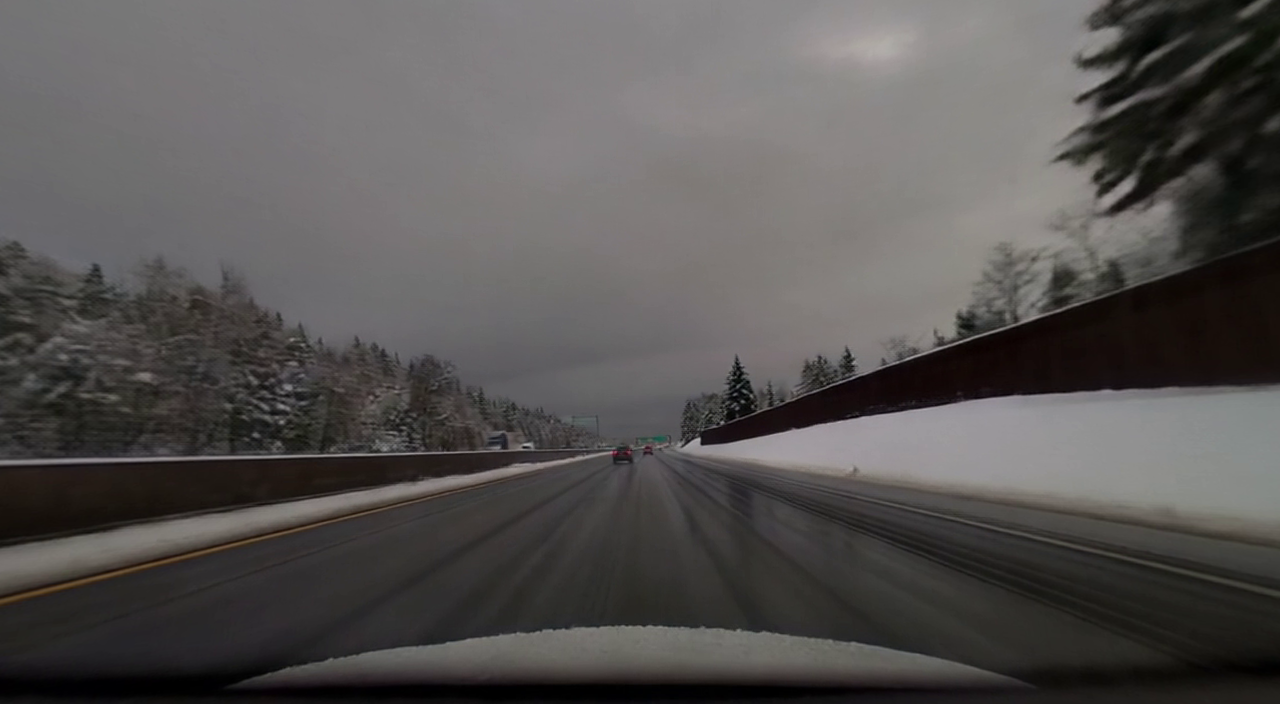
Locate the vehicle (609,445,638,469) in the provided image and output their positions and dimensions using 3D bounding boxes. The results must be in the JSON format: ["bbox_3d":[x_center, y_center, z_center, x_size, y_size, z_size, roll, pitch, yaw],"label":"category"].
[{"bbox_3d":[-1.128,7.337,44.174,1.873,1.529,3.953,0,-9,0],"label":"vehicle"}]
